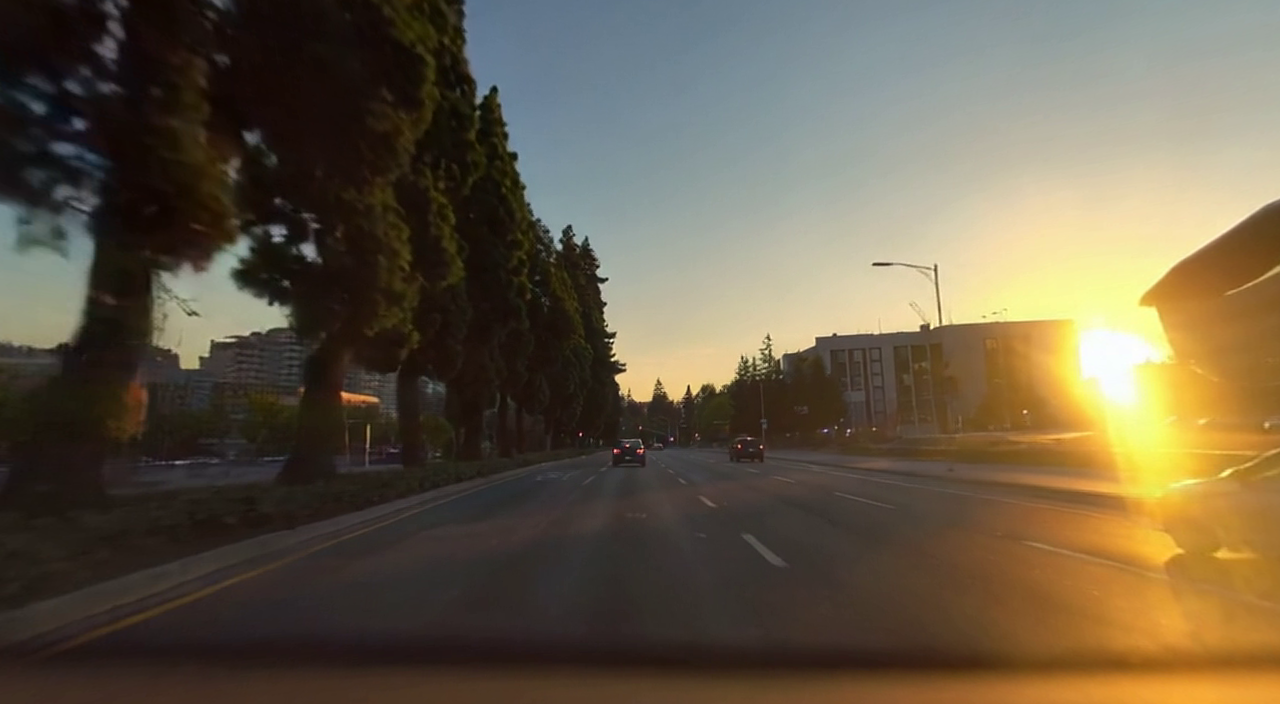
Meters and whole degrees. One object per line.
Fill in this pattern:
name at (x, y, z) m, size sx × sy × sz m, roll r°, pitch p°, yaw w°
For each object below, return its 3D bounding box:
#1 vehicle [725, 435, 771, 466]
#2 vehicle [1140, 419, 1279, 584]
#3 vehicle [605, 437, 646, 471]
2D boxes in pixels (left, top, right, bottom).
vehicle at (6.739, 6.210, 39.864) m, size 2.026 × 1.804 × 4.565 m, roll 0°, pitch -8°, yaw -1°
vehicle at (6.827, 1.239, 5.001) m, size 2.139 × 1.471 × 4.393 m, roll 0°, pitch -8°, yaw 0°
vehicle at (-0.763, 5.778, 35.981) m, size 2.193 × 1.794 × 4.457 m, roll 0°, pitch -8°, yaw 0°
